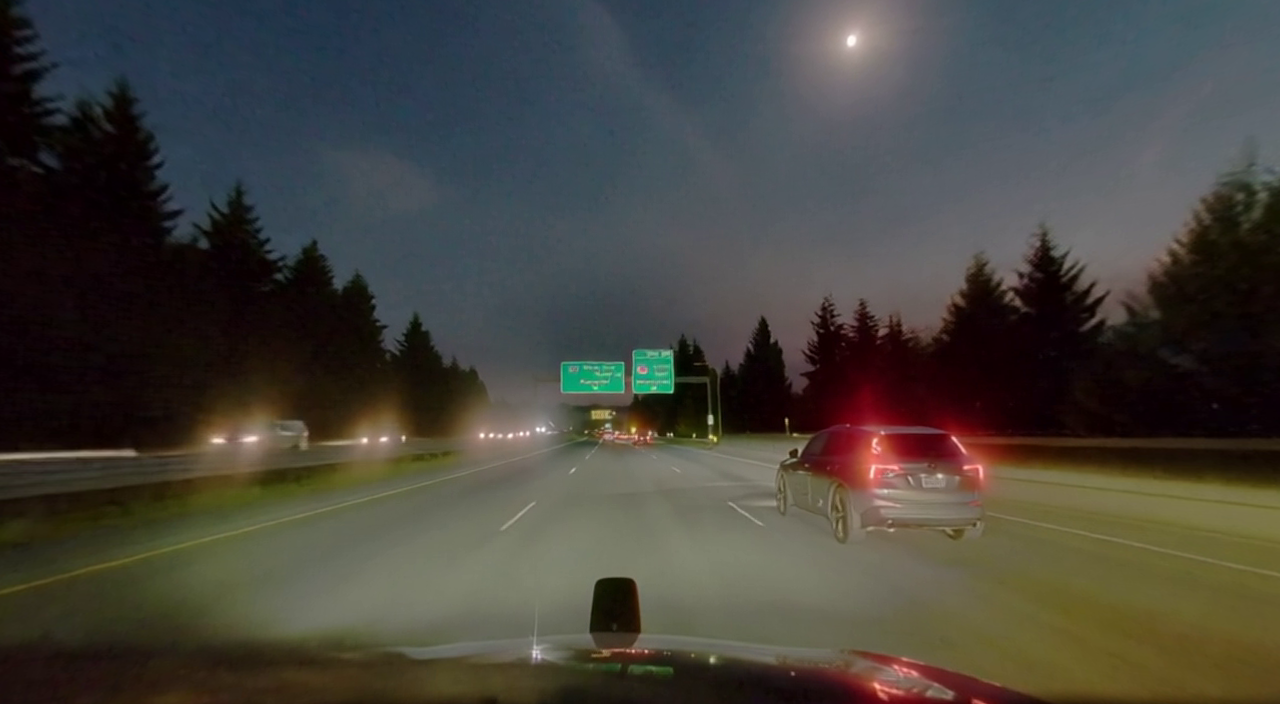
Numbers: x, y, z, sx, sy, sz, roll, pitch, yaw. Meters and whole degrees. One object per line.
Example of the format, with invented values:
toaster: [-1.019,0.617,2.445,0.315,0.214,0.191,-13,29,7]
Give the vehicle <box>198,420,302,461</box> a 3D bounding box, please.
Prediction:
vehicle: [-18.174,4.142,29.629,2.078,1.777,4.511,0,-8,-2]

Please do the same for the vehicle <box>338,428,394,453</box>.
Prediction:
vehicle: [-18.175,5.873,42.045,1.916,1.544,4.149,0,-8,-1]
